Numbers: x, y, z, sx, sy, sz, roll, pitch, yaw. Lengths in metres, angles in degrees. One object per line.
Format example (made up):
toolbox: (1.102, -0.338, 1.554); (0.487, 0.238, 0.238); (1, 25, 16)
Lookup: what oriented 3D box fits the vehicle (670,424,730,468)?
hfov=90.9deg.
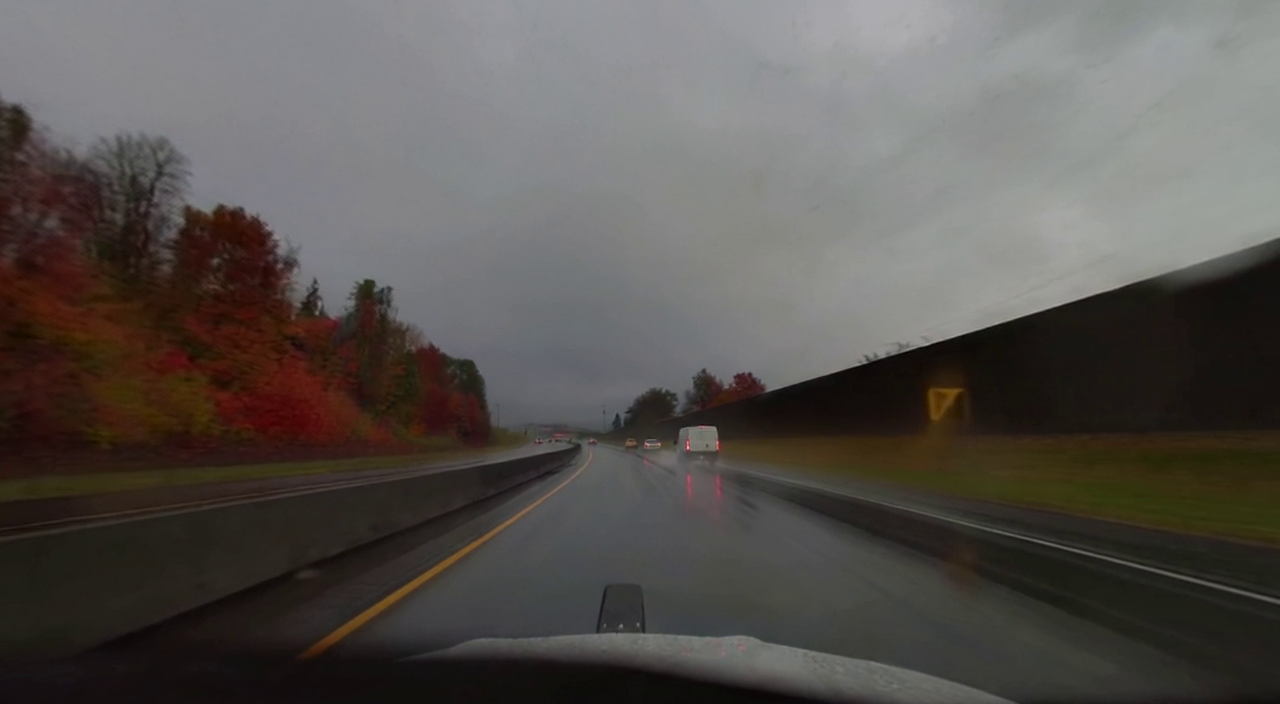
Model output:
vehicle: (3.000, 4.858, 32.620); (2.393, 2.072, 4.958); (1, -8, -3)
